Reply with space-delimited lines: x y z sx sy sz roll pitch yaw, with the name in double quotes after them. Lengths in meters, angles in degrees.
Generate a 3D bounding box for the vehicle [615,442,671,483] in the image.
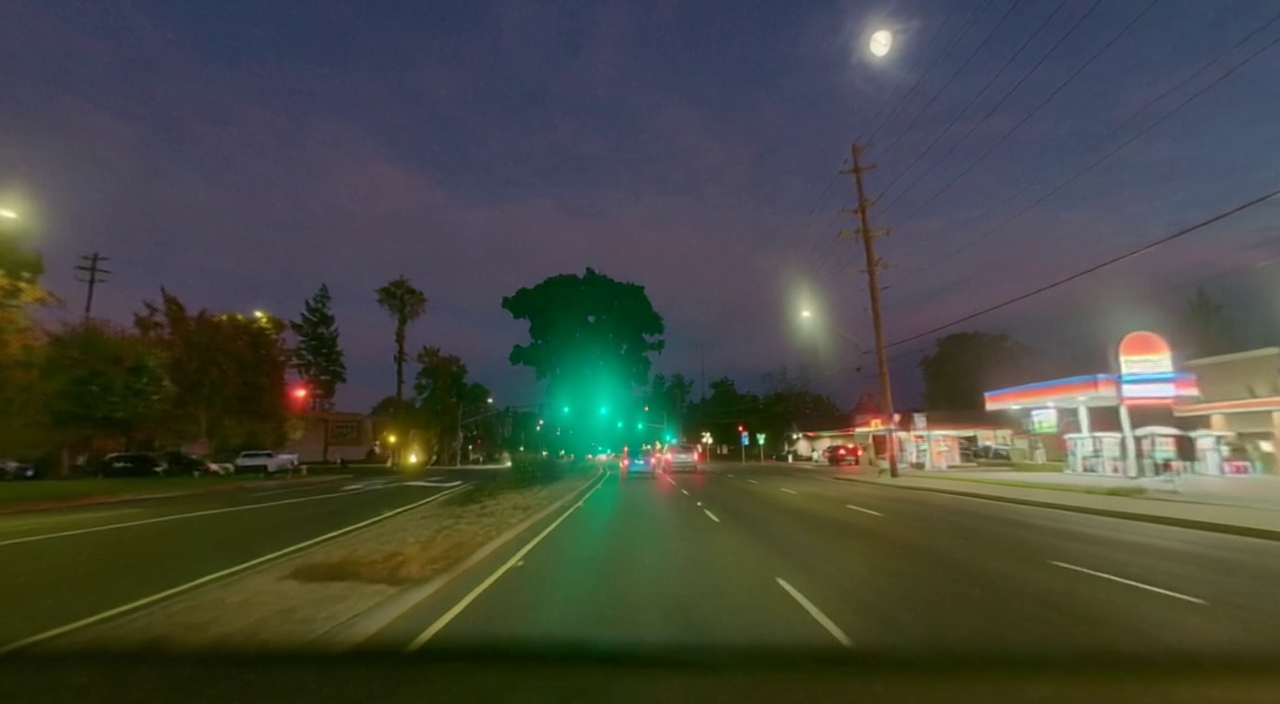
0.100 4.605 26.475 2.145 1.572 4.021 0 -9 -1 "vehicle"

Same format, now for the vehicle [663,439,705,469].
3.231 7.704 47.655 2.731 2.101 6.047 0 -9 0 "vehicle"

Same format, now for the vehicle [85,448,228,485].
-27.099 6.424 35.578 6.027 1.805 2.010 3 -11 -26 "vehicle"
